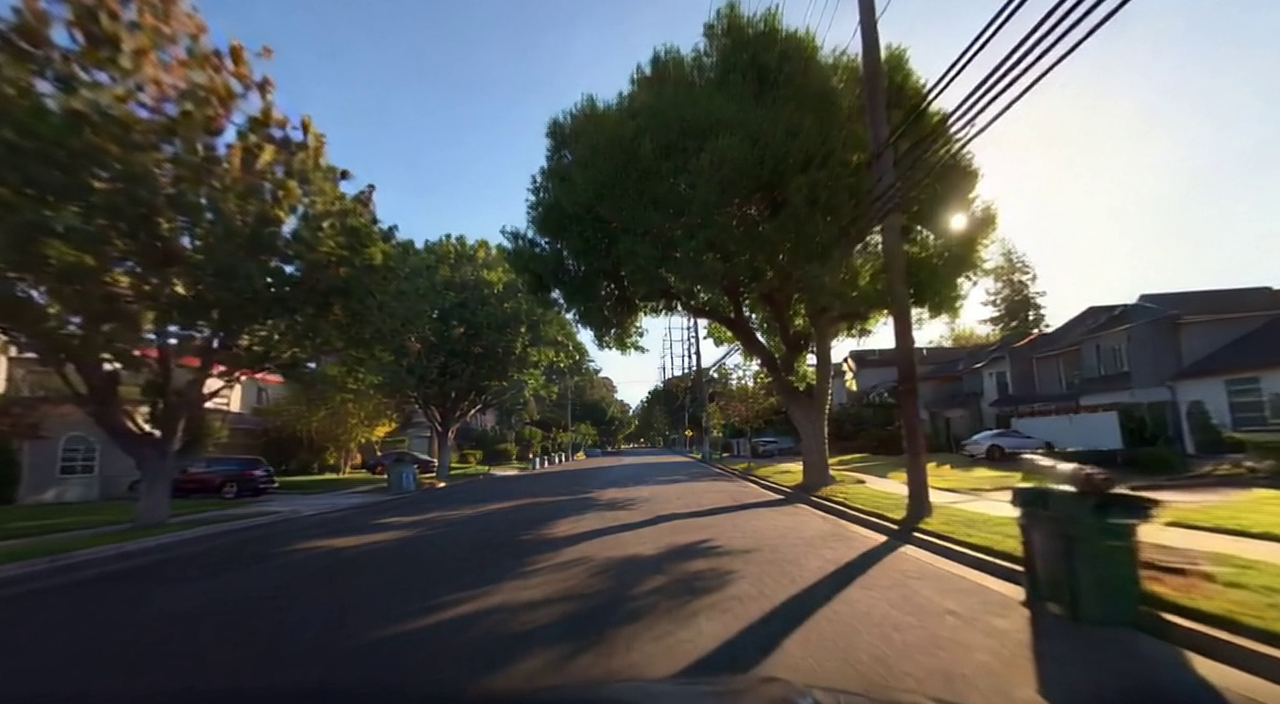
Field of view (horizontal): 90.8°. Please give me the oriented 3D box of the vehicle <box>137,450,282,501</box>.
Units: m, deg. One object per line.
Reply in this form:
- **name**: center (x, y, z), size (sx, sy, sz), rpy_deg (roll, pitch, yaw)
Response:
- **vehicle**: center (-15.335, 4.386, 22.912), size (1.816, 1.614, 4.866), rpy_deg (0, -9, 0)

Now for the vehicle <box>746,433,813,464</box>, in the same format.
- **vehicle**: center (10.568, 7.353, 48.271), size (4.574, 1.699, 2.093), rpy_deg (-8, -8, 5)

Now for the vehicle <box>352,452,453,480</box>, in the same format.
- **vehicle**: center (-12.826, 6.138, 34.219), size (4.718, 1.454, 1.843), rpy_deg (-1, -9, 5)

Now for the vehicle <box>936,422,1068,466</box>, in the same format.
- **vehicle**: center (14.465, 3.714, 25.414), size (4.078, 1.516, 1.798), rpy_deg (-3, -9, 2)
